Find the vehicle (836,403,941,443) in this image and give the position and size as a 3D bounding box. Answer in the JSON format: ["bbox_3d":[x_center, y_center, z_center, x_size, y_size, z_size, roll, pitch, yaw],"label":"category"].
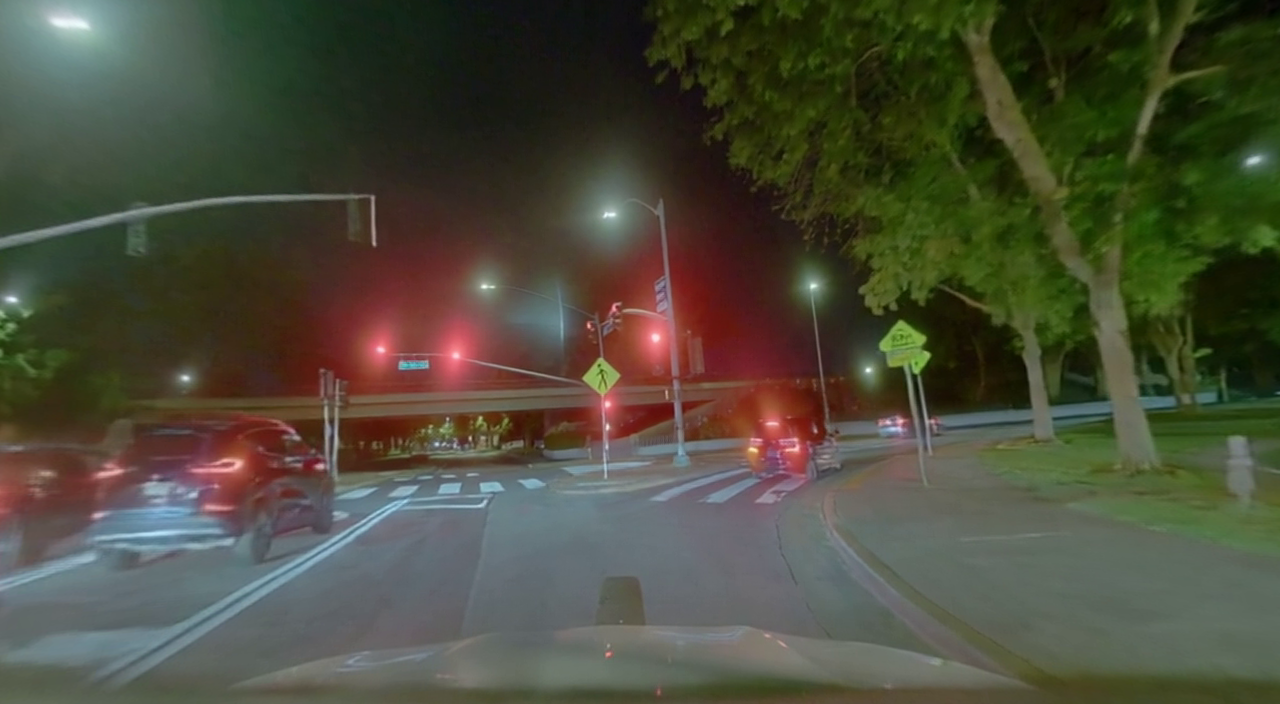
[{"bbox_3d":[13.069,3.770,33.208,5.144,1.954,2.122,4,-9,-27],"label":"vehicle"}]

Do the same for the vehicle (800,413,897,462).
[{"bbox_3d":[7.745,3.164,23.261,1.908,1.622,4.166,-7,-11,39],"label":"vehicle"}]

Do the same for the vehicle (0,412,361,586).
[{"bbox_3d":[-5.796,1.859,9.138,2.066,1.672,5.581,2,-9,-12],"label":"vehicle"}]
